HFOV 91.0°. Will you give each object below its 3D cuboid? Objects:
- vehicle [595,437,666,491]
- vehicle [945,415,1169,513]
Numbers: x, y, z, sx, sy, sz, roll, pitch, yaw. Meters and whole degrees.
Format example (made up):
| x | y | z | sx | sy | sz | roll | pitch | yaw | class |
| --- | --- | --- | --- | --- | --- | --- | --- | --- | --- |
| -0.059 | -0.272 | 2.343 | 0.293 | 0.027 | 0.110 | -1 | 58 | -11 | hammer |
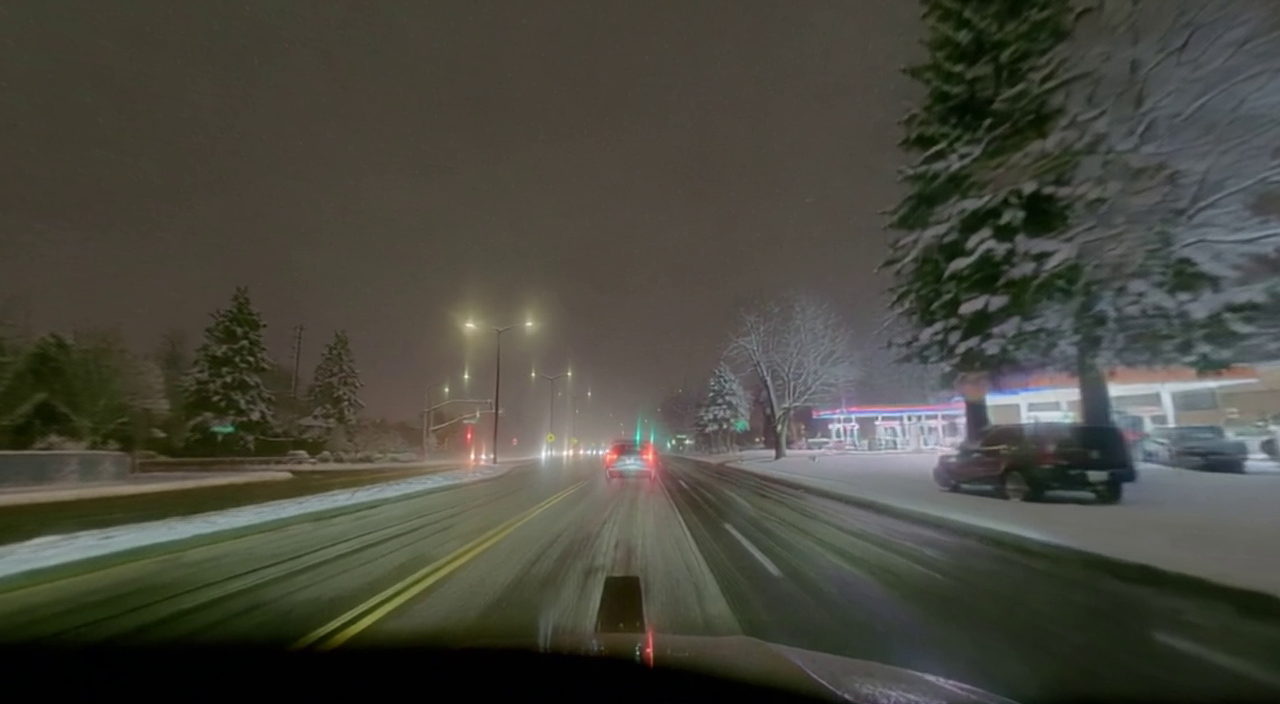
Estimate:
| x | y | z | sx | sy | sz | roll | pitch | yaw | class |
| --- | --- | --- | --- | --- | --- | --- | --- | --- | --- |
| -0.266 | 3.579 | 20.448 | 2.062 | 1.519 | 4.214 | 0 | -9 | 0 | vehicle |
| 9.271 | 2.529 | 14.662 | 2.083 | 1.882 | 4.674 | 0 | -9 | 2 | vehicle |
